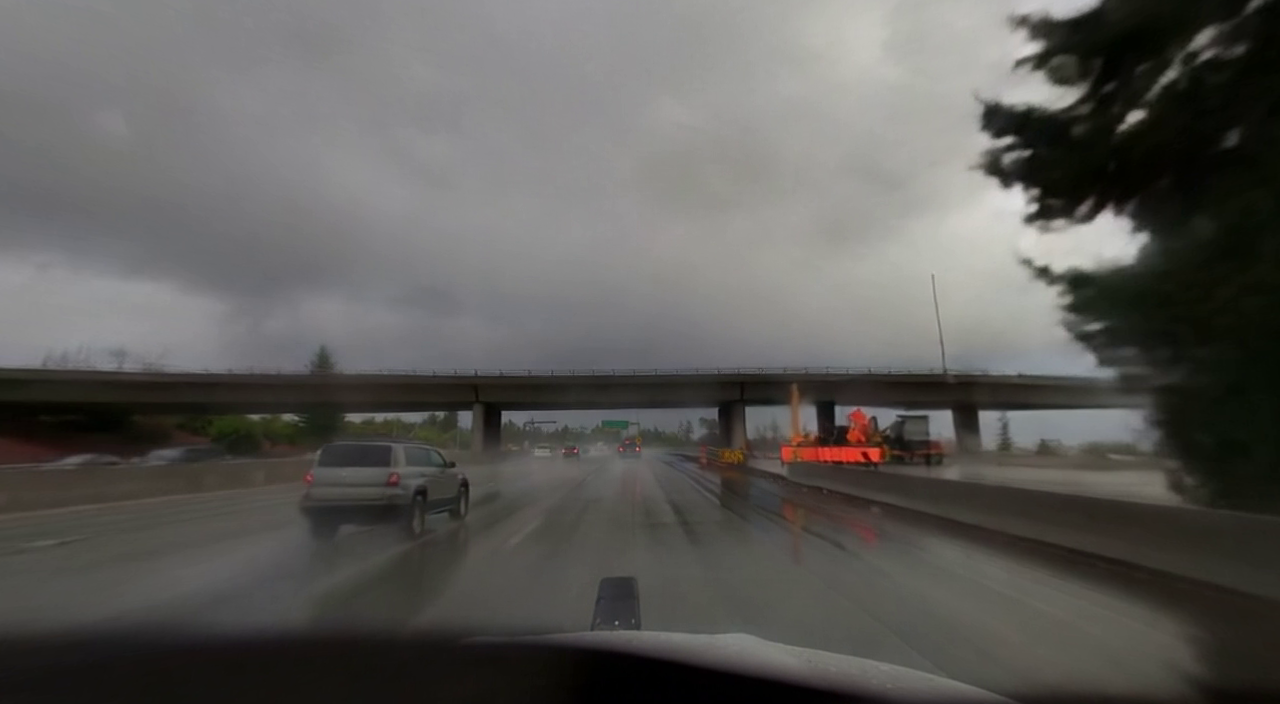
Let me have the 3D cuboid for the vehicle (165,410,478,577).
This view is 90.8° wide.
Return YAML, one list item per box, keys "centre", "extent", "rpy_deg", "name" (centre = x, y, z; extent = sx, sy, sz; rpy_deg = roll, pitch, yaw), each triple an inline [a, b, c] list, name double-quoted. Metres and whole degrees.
- centre: [-3.718, 1.721, 8.454]
  extent: [2.024, 1.655, 4.192]
  rpy_deg: [0, -9, -1]
  name: "vehicle"

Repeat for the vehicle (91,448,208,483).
- centre: [-24.829, 5.739, 32.279]
  extent: [1.957, 1.617, 5.007]
  rpy_deg: [0, -9, 0]
  name: "vehicle"

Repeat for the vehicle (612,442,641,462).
- centre: [-1.050, 7.486, 47.378]
  extent: [2.051, 1.459, 4.092]
  rpy_deg: [0, -8, -2]
  name: "vehicle"
